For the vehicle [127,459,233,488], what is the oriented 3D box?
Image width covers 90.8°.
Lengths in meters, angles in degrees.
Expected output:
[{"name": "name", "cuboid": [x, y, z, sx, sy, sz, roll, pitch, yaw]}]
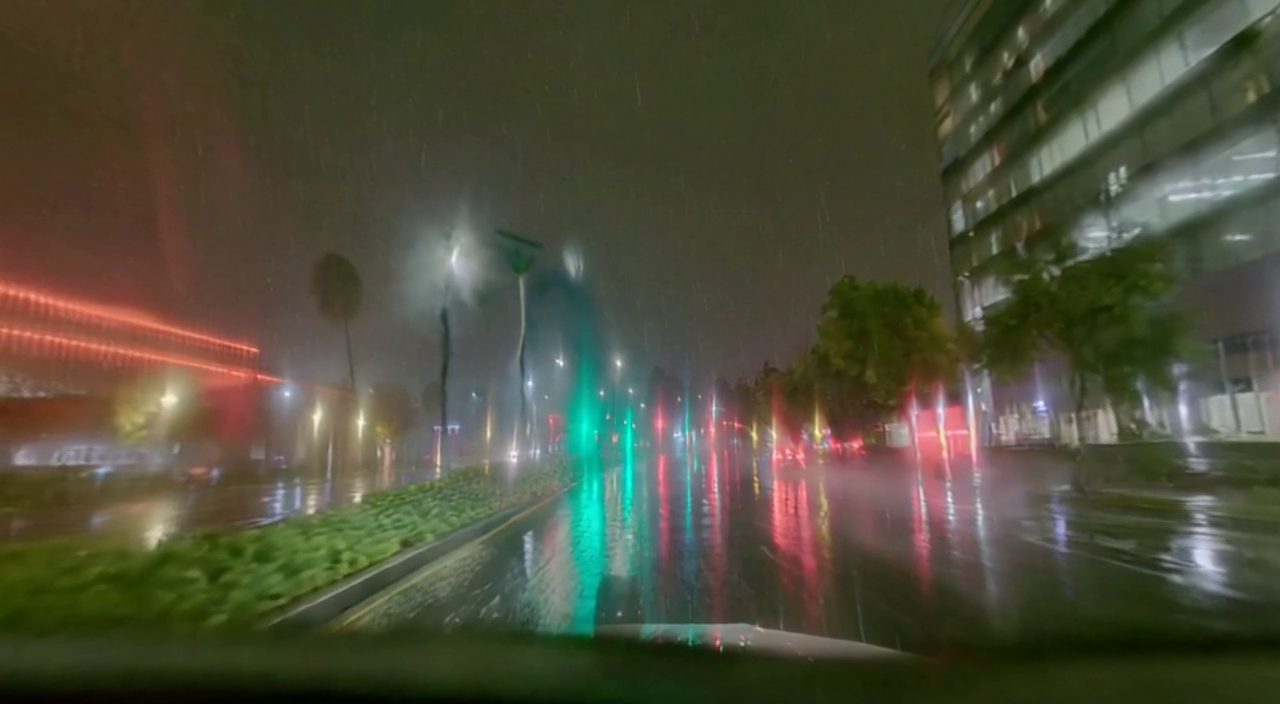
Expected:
[{"name": "vehicle", "cuboid": [-28.466, 7.503, 39.322, 4.954, 1.628, 2.012, 4, -9, -24]}]

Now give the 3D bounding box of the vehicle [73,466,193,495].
[{"name": "vehicle", "cuboid": [-28.321, 7.185, 35.513, 4.783, 1.398, 1.951, 3, -9, -21]}]
